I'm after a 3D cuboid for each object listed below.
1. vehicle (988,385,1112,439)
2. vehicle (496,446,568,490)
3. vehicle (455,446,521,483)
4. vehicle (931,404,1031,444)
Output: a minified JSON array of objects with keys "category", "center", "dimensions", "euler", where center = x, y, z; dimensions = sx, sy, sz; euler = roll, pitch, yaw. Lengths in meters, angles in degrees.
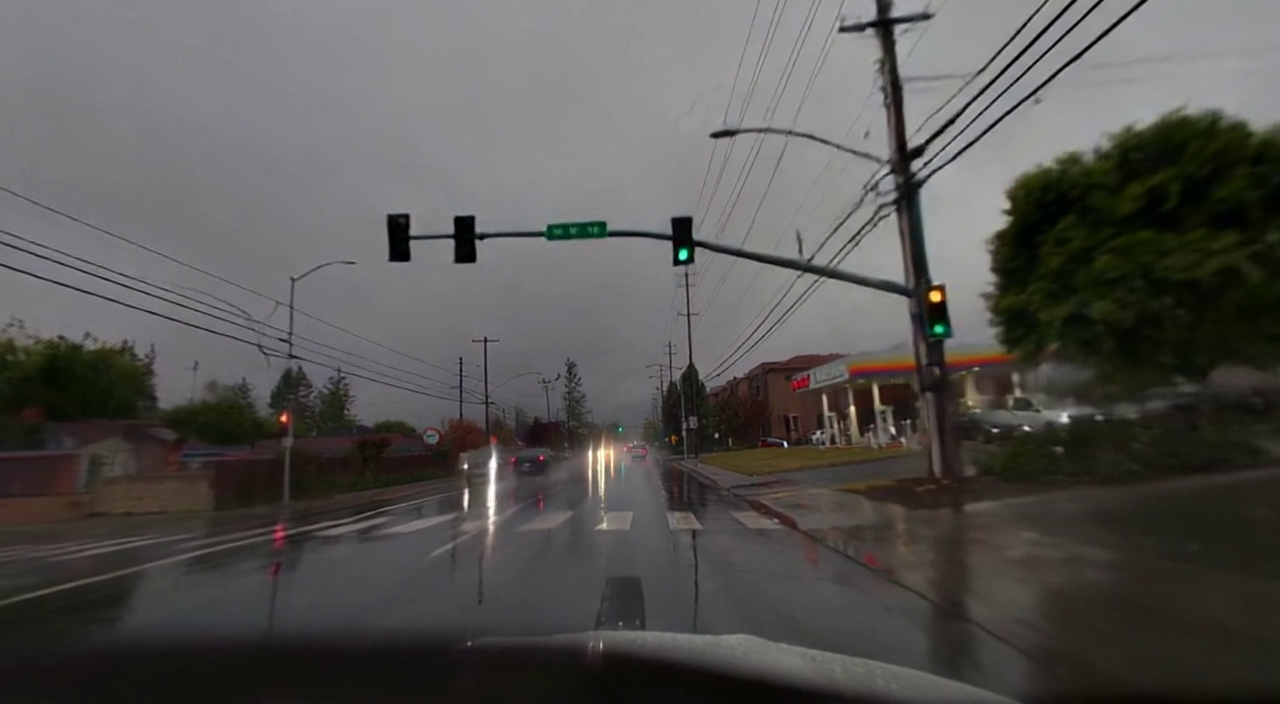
[{"category":"vehicle","center":[17.431,2.669,27.201],"dimensions":[2.014,2.048,4.717],"euler":[0,-8,-2]},{"category":"vehicle","center":[-3.943,4.310,23.872],"dimensions":[1.943,1.455,4.414],"euler":[0,-8,0]},{"category":"vehicle","center":[-9.012,6.705,38.024],"dimensions":[2.256,1.772,5.738],"euler":[-7,-9,2]},{"category":"vehicle","center":[14.359,3.113,26.880],"dimensions":[1.835,1.549,4.178],"euler":[0,-8,-1]}]
